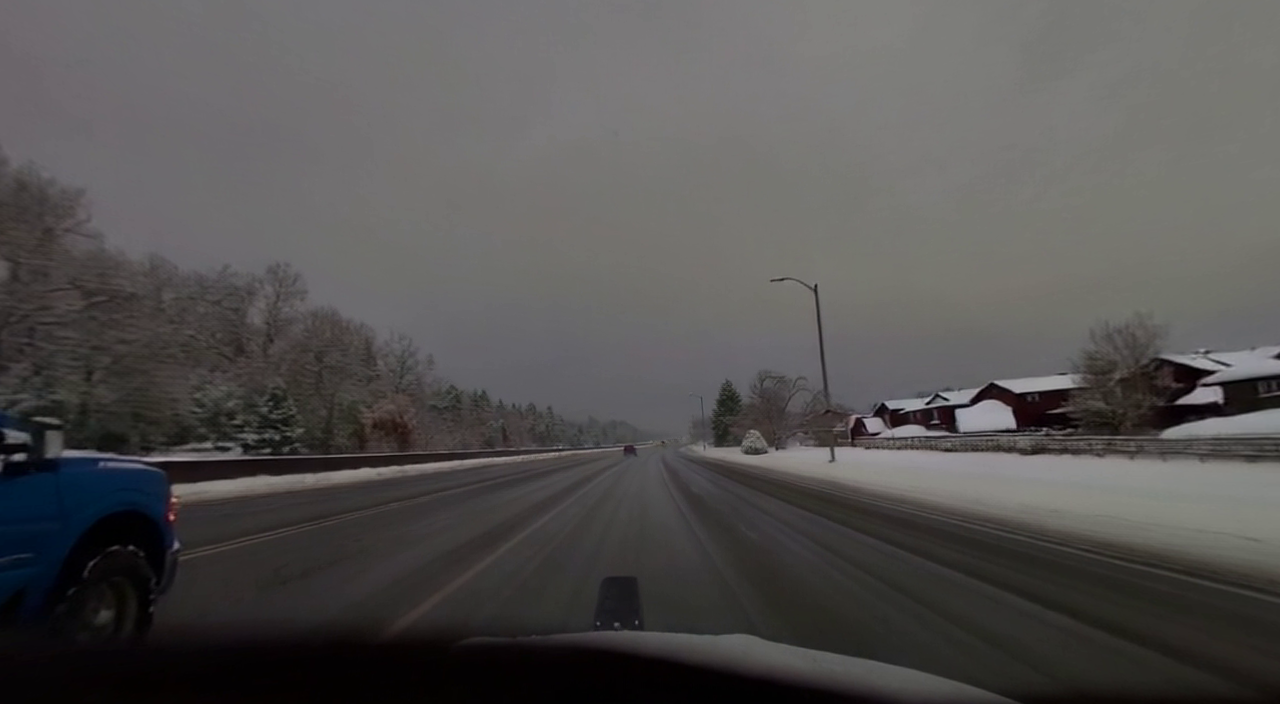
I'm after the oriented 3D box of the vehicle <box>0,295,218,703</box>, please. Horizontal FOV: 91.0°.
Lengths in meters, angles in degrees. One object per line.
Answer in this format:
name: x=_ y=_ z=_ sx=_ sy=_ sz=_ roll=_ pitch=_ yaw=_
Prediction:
vehicle: x=-3.516 y=0.502 z=0.908 sx=2.202 sy=1.836 sz=5.009 roll=0 pitch=-8 yaw=2
